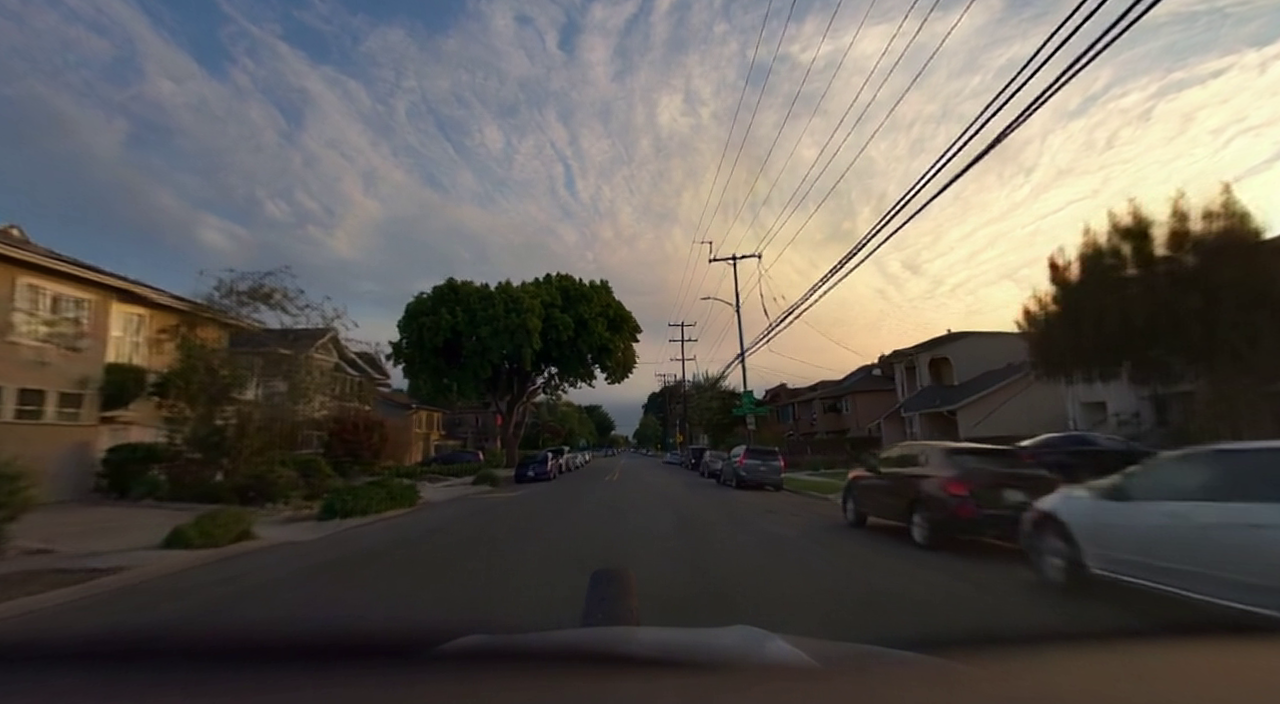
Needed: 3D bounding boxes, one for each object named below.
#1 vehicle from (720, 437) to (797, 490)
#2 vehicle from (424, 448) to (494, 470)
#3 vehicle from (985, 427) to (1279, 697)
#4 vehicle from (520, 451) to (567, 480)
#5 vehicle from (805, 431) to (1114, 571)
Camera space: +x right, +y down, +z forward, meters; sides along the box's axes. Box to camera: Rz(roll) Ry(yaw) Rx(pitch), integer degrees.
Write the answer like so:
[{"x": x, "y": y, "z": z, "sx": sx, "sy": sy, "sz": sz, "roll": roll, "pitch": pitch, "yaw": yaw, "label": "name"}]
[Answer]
[{"x": 4.524, "y": 4.323, "z": 24.829, "sx": 2.086, "sy": 1.885, "sz": 4.323, "roll": 0, "pitch": -9, "yaw": -1, "label": "vehicle"}, {"x": -13.163, "y": 7.805, "z": 46.249, "sx": 4.556, "sy": 1.510, "sz": 1.843, "roll": 0, "pitch": -9, "yaw": -2, "label": "vehicle"}, {"x": 4.634, "y": 1.296, "z": 4.153, "sx": 1.835, "sy": 1.554, "sz": 4.870, "roll": 0, "pitch": -9, "yaw": -2, "label": "vehicle"}, {"x": -5.443, "y": 6.406, "z": 35.945, "sx": 2.031, "sy": 1.468, "sz": 4.165, "roll": -2, "pitch": -9, "yaw": 0, "label": "vehicle"}, {"x": 4.339, "y": 2.100, "z": 9.897, "sx": 1.998, "sy": 1.573, "sz": 5.318, "roll": 0, "pitch": -9, "yaw": -1, "label": "vehicle"}]
